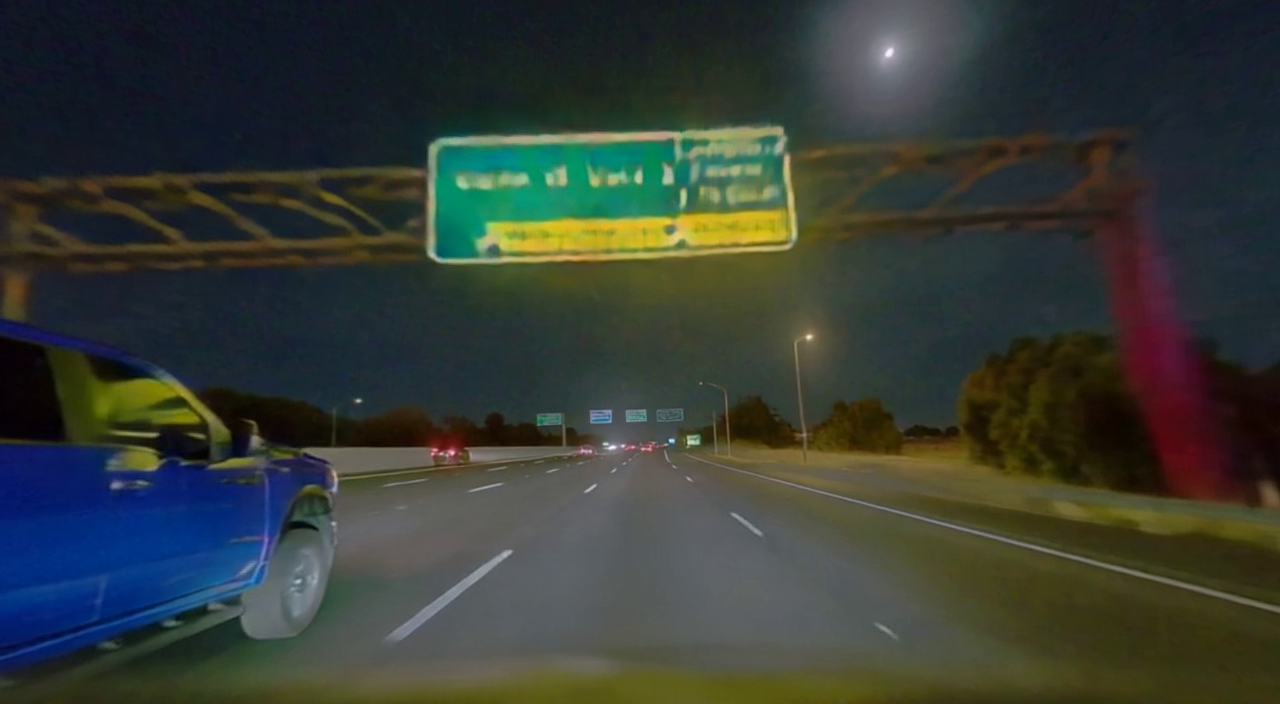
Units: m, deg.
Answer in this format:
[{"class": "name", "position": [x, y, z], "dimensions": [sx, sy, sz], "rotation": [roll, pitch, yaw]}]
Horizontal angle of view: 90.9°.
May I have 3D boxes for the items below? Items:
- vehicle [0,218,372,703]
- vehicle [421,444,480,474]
[{"class": "vehicle", "position": [-3.644, 0.560, 2.279], "dimensions": [2.601, 2.084, 6.068], "rotation": [0, -8, 1]}, {"class": "vehicle", "position": [-10.892, 6.160, 36.584], "dimensions": [1.957, 1.565, 4.311], "rotation": [0, -8, 1]}]
